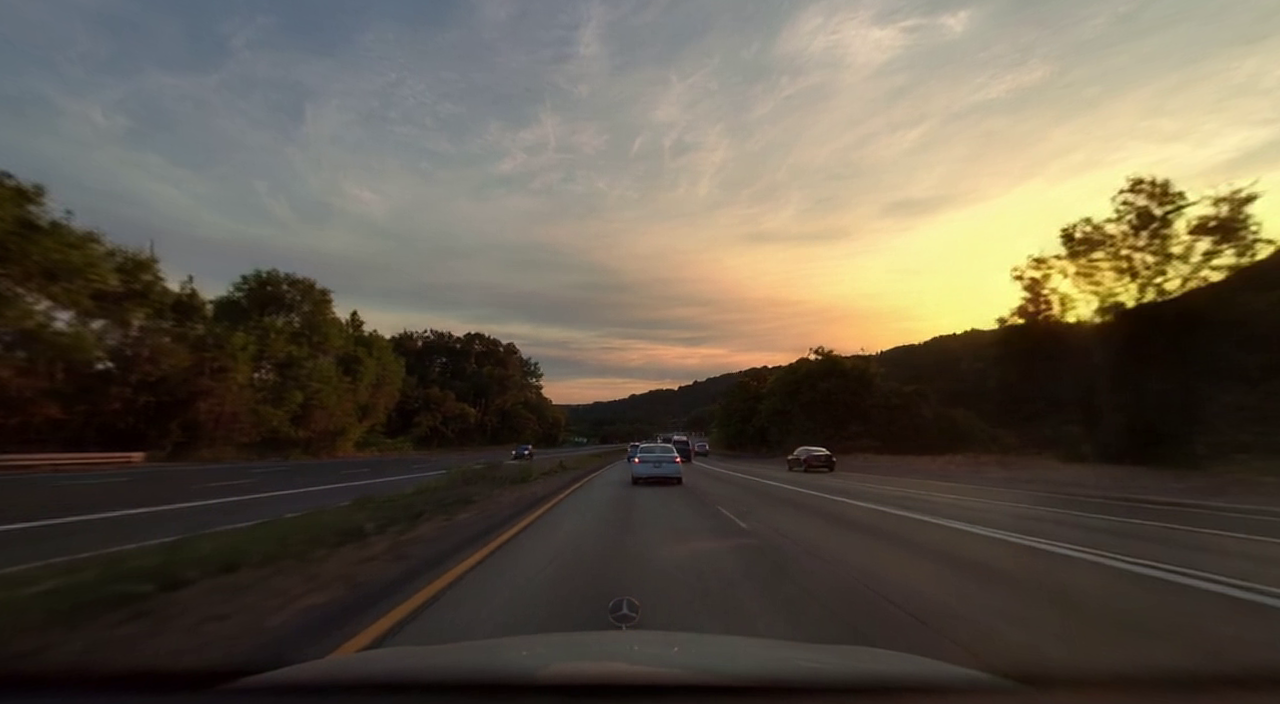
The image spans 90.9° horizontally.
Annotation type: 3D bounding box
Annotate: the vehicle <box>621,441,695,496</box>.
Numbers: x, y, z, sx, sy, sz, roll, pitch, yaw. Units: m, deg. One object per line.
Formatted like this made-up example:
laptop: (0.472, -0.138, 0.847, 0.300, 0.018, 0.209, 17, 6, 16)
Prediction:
vehicle: (0.461, 3.560, 19.627, 2.053, 1.483, 4.185, 0, -9, -1)

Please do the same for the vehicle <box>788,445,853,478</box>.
vehicle: (8.651, 5.270, 30.486, 1.926, 1.483, 3.528, 0, -9, -3)
